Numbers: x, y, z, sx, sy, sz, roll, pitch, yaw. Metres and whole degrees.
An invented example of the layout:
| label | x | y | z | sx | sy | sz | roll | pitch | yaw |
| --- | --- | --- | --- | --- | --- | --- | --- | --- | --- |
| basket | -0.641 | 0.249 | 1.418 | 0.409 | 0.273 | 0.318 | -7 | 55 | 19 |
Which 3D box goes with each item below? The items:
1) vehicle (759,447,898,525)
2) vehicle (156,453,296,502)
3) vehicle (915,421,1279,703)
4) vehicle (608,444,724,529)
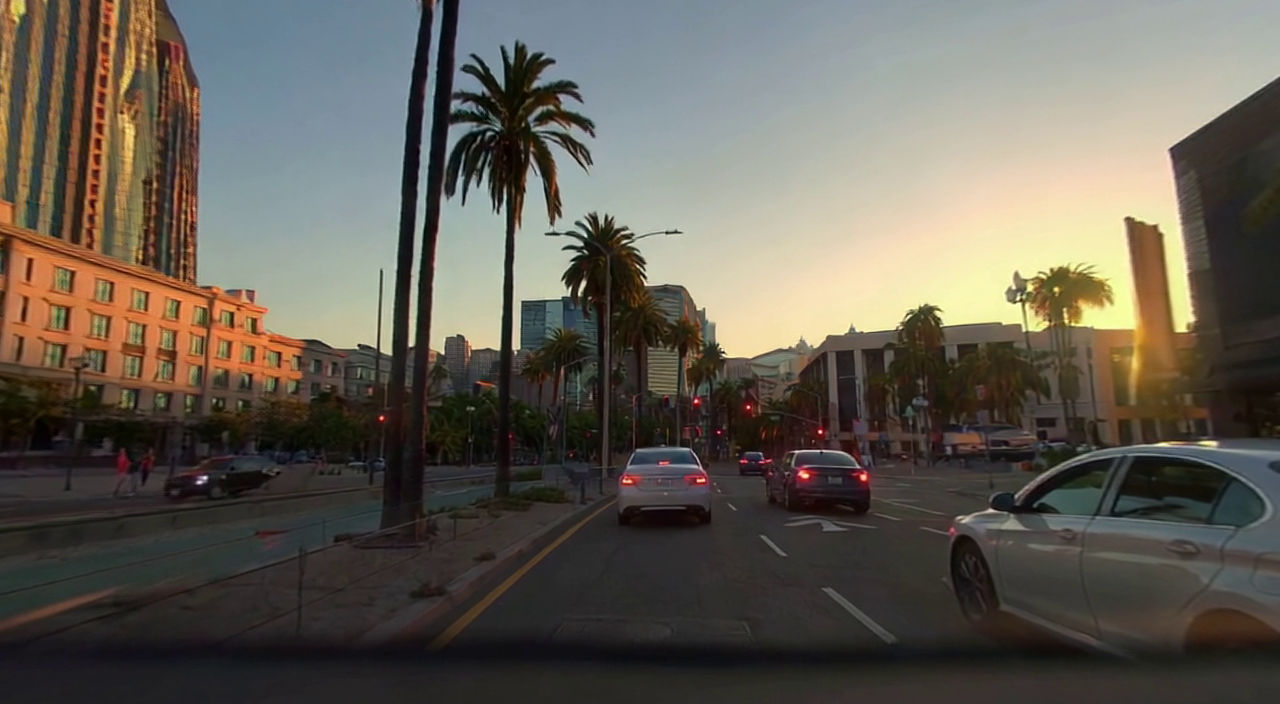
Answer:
| label | x | y | z | sx | sy | sz | roll | pitch | yaw |
| --- | --- | --- | --- | --- | --- | --- | --- | --- | --- |
| vehicle | 4.092 | 2.952 | 14.563 | 1.920 | 1.490 | 4.417 | 0 | -9 | 2 |
| vehicle | -16.082 | 4.853 | 24.897 | 2.078 | 1.662 | 4.436 | -2 | -9 | 9 |
| vehicle | 3.640 | 1.240 | 4.034 | 1.913 | 1.469 | 4.425 | -1 | -9 | 2 |
| vehicle | 0.577 | 2.701 | 13.255 | 2.078 | 1.503 | 3.681 | -1 | -9 | 4 |
